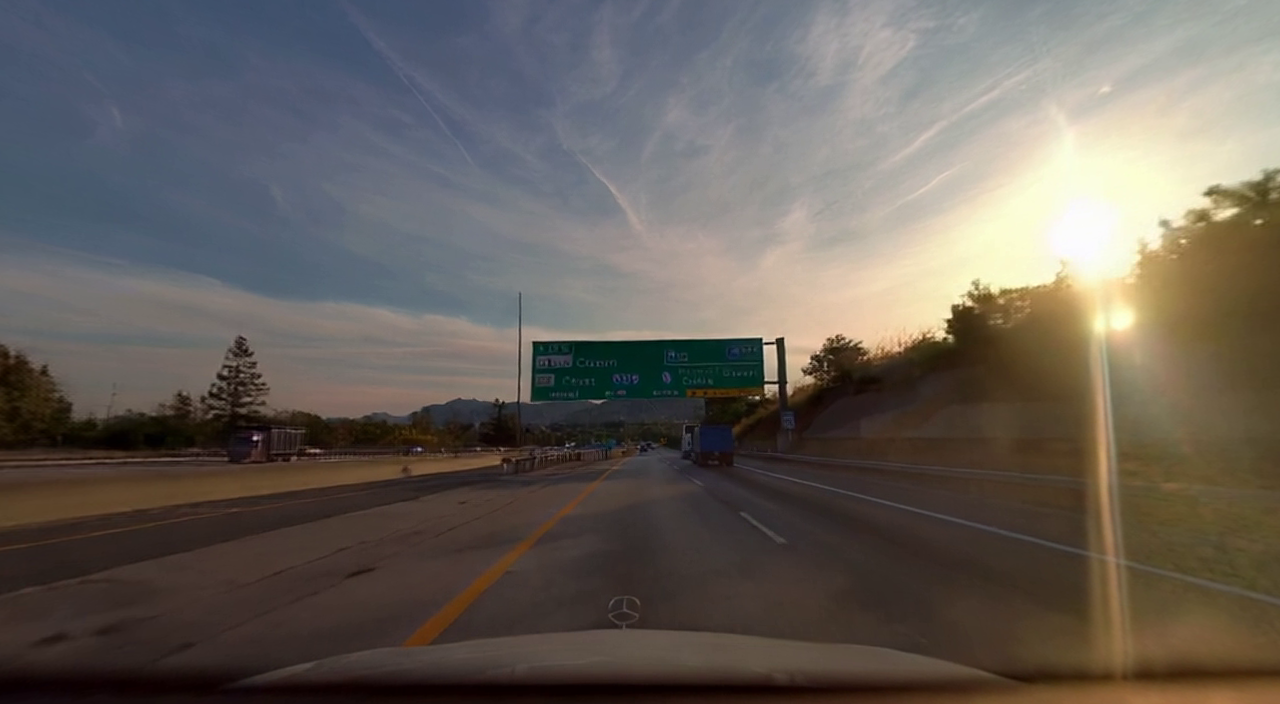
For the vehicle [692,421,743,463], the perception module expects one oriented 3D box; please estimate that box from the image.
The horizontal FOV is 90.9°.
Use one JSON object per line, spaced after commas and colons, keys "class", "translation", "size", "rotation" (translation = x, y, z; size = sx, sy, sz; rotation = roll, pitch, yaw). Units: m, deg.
{"class": "vehicle", "translation": [4.869, 5.809, 40.642], "size": [2.430, 2.495, 6.062], "rotation": [0, -8, -1]}
